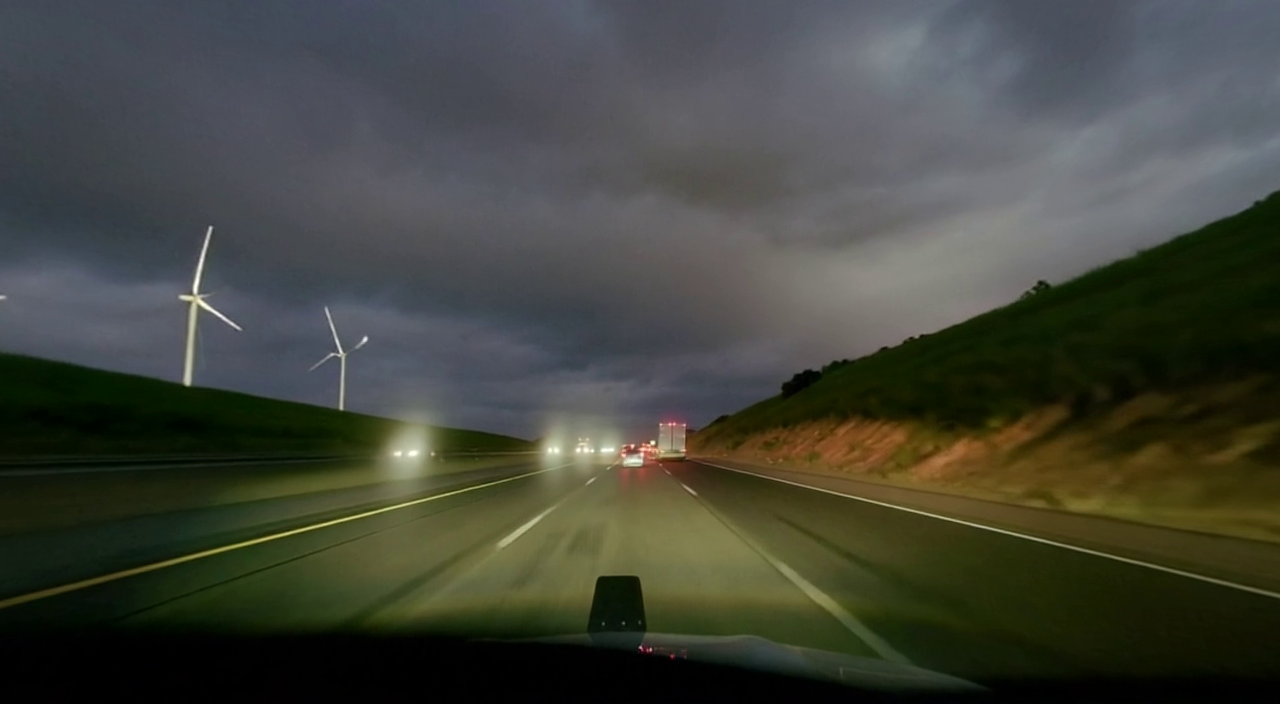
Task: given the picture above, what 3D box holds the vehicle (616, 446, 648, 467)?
[{"bbox_3d":[-0.588,7.689,46.436,2.209,1.453,3.695,0,-9,-1],"label":"vehicle"}]
